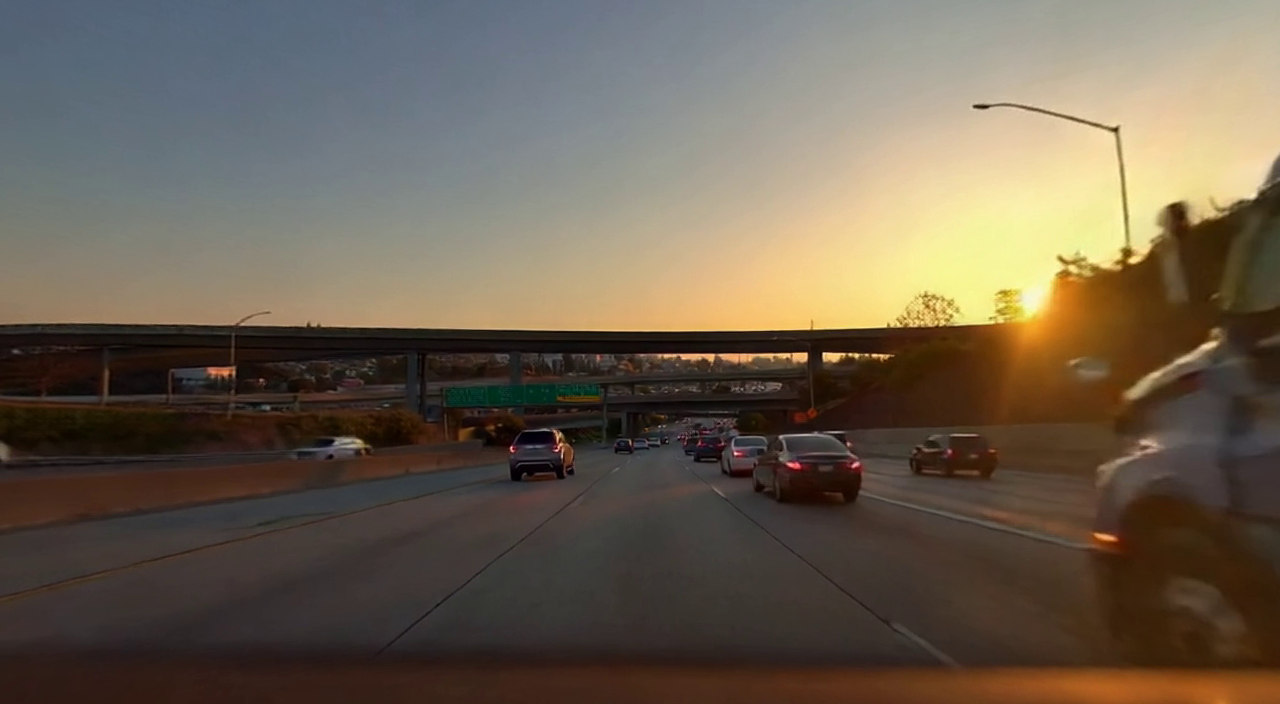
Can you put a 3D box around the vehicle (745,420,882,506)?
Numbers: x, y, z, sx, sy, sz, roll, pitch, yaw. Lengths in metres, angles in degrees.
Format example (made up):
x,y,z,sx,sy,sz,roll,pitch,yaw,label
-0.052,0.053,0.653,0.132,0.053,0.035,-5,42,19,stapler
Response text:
x,y,z,sx,sy,sz,roll,pitch,yaw,label
3.882,2.589,15.056,1.991,1.715,4.455,-1,-9,0,vehicle

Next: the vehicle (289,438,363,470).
x,y,z,sx,sy,sz,roll,pitch,yaw,label
-18.398,5.979,37.203,1.922,1.713,4.461,-1,-9,2,vehicle

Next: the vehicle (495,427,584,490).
x,y,z,sx,sy,sz,roll,pitch,yaw,label
-3.029,3.324,19.952,2.006,1.741,4.277,-1,-9,1,vehicle
